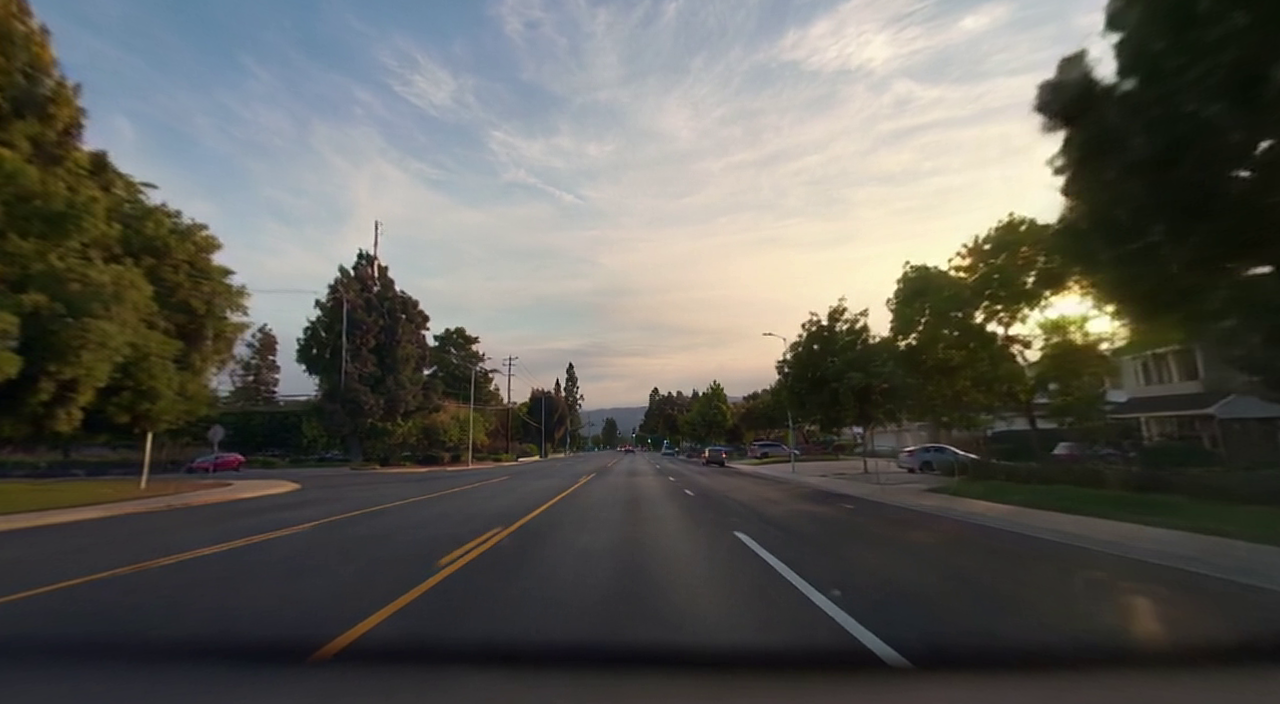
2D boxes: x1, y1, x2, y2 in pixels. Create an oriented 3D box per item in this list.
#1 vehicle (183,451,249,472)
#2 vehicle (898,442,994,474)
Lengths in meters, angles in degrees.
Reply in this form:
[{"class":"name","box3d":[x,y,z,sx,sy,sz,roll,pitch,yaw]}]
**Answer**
[{"class":"vehicle","box3d":[-32.198,8.279,48.149,1.866,1.469,4.473,0,-9,0]},{"class":"vehicle","box3d":[15.090,5.257,31.293,3.709,1.509,1.873,0,-9,-1]}]
